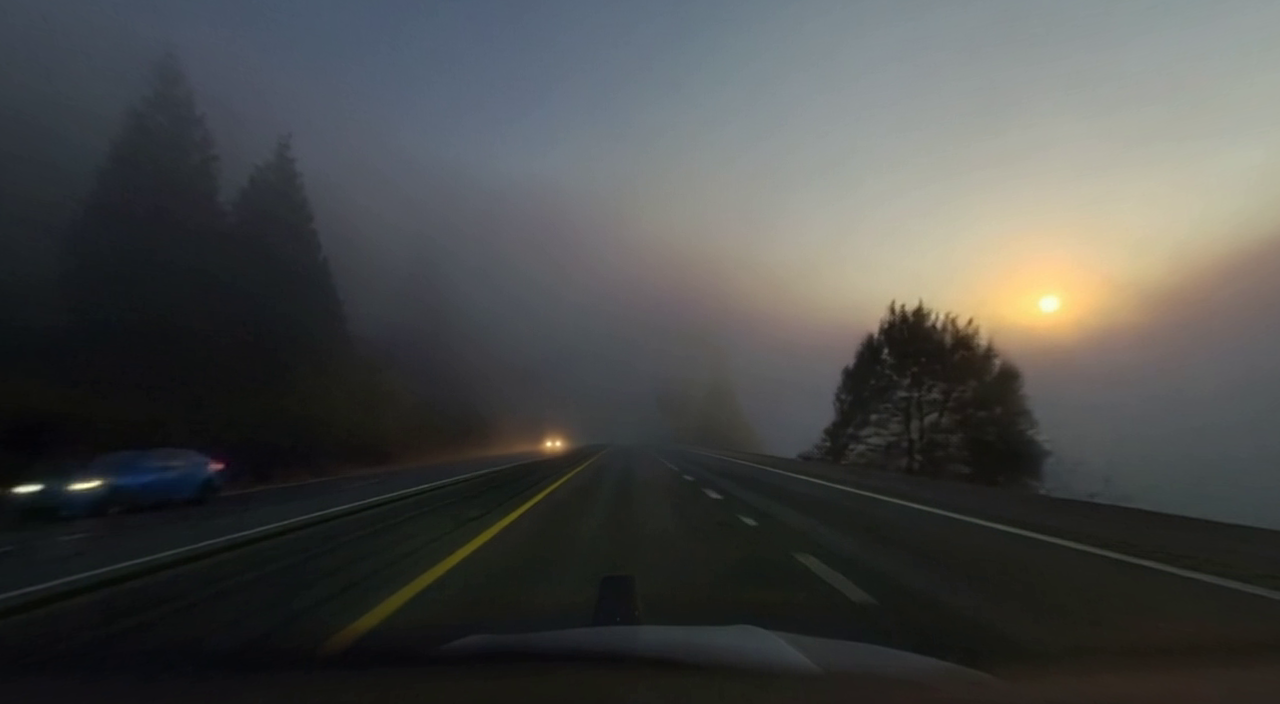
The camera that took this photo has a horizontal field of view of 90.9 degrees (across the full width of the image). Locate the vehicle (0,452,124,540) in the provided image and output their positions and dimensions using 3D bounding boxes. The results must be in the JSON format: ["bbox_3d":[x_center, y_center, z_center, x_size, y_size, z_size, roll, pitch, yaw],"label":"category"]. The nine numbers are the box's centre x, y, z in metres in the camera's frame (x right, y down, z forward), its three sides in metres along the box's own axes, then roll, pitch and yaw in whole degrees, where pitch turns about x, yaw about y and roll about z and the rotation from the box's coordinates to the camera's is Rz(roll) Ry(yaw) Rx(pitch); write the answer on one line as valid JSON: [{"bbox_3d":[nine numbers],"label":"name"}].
[{"bbox_3d":[-12.063,2.563,11.193,1.946,1.467,4.602,0,-8,-1],"label":"vehicle"}]
